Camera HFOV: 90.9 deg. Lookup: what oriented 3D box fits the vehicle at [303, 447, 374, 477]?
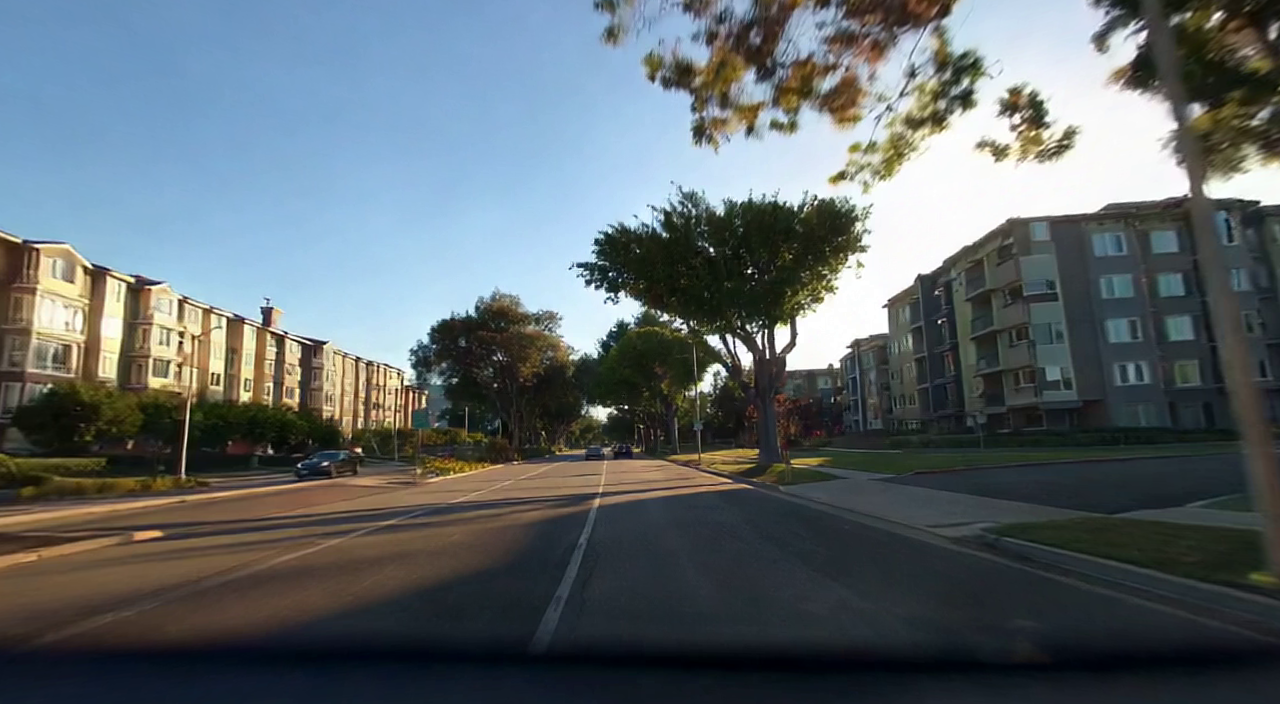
[{"bbox_3d":[-18.004,6.590,37.936,2.154,1.648,4.555,0,-8,-2],"label":"vehicle"}]
